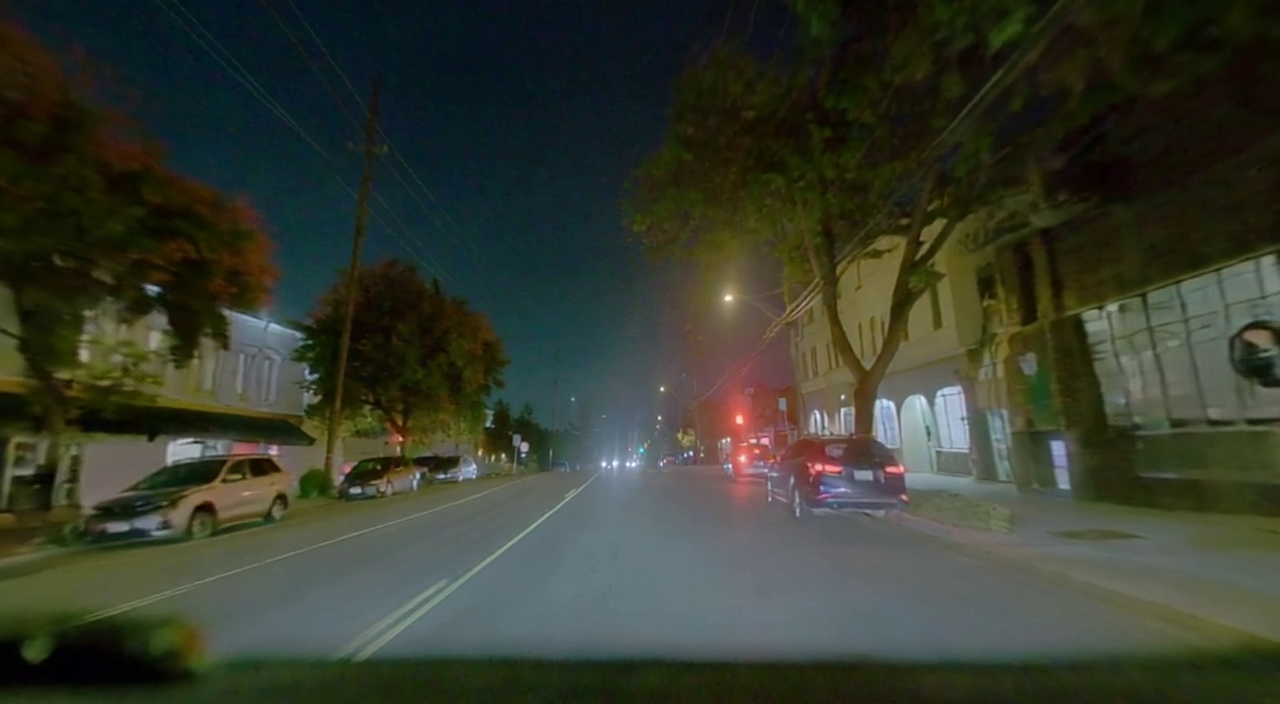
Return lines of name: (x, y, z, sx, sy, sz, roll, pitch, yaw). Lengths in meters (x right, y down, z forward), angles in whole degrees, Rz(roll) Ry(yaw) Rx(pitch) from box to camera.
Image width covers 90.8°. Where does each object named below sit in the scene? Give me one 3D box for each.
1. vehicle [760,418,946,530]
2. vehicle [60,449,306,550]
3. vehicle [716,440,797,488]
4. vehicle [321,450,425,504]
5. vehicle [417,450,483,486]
vehicle: (3.766, 2.248, 12.152, 2.155, 1.747, 4.311, 0, -8, 2)
vehicle: (-9.274, 3.007, 13.432, 2.051, 1.657, 4.322, -3, -10, -1)
vehicle: (3.880, 3.814, 21.930, 1.946, 1.468, 4.721, 0, -8, 1)
vehicle: (-9.335, 4.371, 22.466, 1.884, 1.526, 4.061, -5, -8, 1)
vehicle: (-9.333, 5.706, 31.395, 2.000, 1.495, 4.687, -3, -8, -3)
